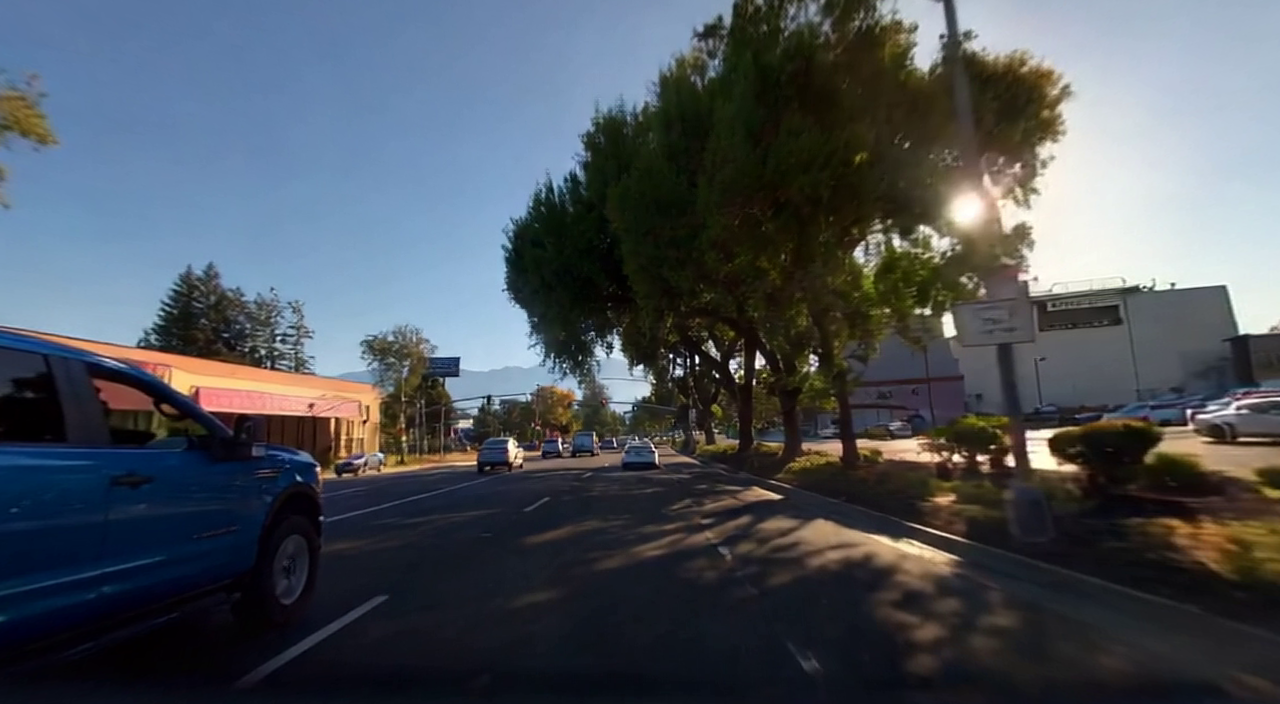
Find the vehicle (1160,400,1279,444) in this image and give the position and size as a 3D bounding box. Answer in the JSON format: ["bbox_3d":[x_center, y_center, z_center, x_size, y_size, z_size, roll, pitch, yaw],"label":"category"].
[{"bbox_3d":[23.913,2.859,25.413,4.074,1.493,1.981,-9,-11,33],"label":"vehicle"}]

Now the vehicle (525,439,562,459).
[{"bbox_3d":[-7.438,7.519,48.688,2.065,1.495,4.481,0,-8,1],"label":"vehicle"}]

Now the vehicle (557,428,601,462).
[{"bbox_3d":[-3.753,5.820,39.364,2.243,1.976,4.514,0,-8,1],"label":"vehicle"}]

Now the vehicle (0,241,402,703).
[{"bbox_3d":[-3.564,0.647,2.204,2.552,2.079,6.810,0,-8,2],"label":"vehicle"}]

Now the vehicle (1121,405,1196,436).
[{"bbox_3d":[35.060,4.703,42.420,4.805,1.911,2.234,5,-10,-31],"label":"vehicle"}]

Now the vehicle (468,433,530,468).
[{"bbox_3d":[-7.789,5.494,35.326,2.146,1.788,5.153,0,-8,2],"label":"vehicle"}]

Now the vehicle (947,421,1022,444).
[{"bbox_3d":[25.031,5.896,45.682,4.588,1.555,1.939,-6,-10,30],"label":"vehicle"}]

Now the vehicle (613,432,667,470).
[{"bbox_3d":[-0.028,4.383,27.987,2.191,1.530,4.470,0,-8,-1],"label":"vehicle"}]

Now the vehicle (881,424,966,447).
[{"bbox_3d":[19.311,5.732,42.782,5.025,1.475,1.956,-5,-9,29],"label":"vehicle"}]
